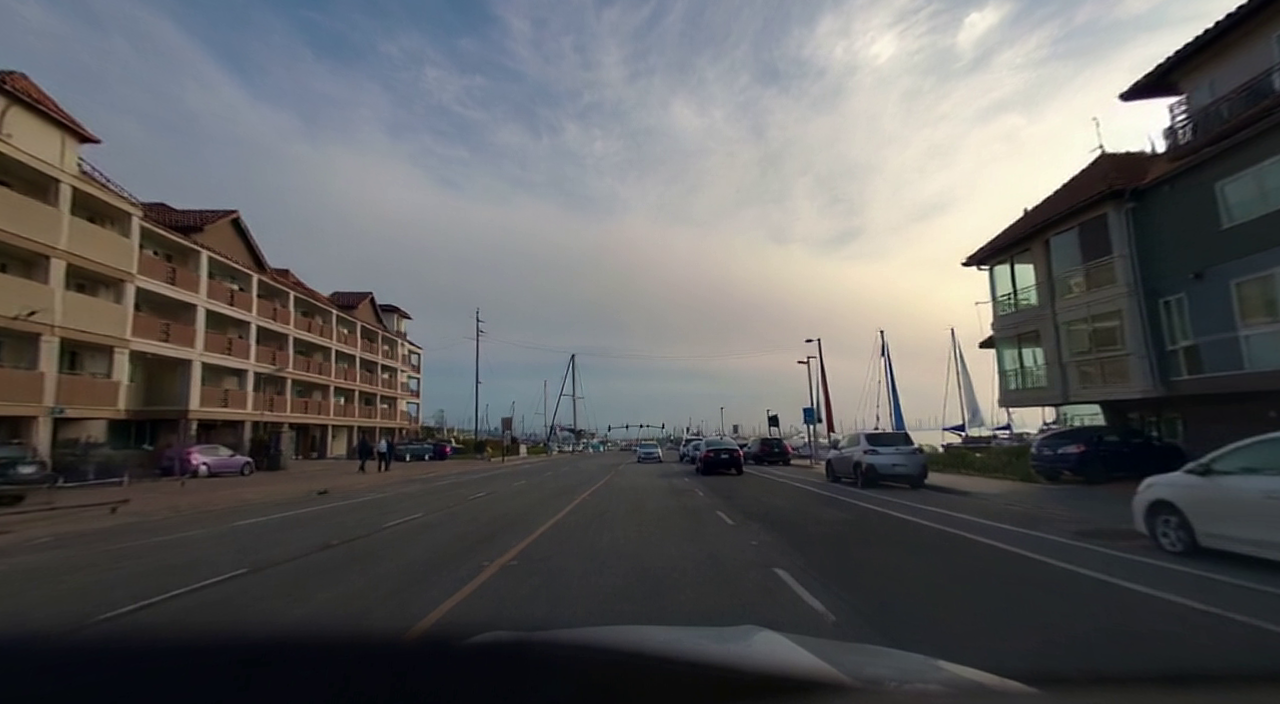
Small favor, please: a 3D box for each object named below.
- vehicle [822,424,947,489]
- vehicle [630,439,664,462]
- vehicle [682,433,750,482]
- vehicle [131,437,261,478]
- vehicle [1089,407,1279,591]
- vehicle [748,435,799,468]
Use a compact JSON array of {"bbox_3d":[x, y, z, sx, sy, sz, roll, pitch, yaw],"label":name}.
[{"bbox_3d":[7.899,3.437,21.047,2.056,1.896,5.062,0,-8,-1],"label":"vehicle"},{"bbox_3d":[0.504,6.871,43.876,2.284,1.496,3.949,-1,-8,1],"label":"vehicle"},{"bbox_3d":[2.710,3.872,23.448,2.047,1.640,4.051,0,-8,0],"label":"vehicle"},{"bbox_3d":[-18.041,4.306,25.955,1.840,1.522,4.695,-1,-8,2],"label":"vehicle"},{"bbox_3d":[7.158,1.413,6.113,2.029,1.750,4.825,0,-8,1],"label":"vehicle"},{"bbox_3d":[7.937,5.958,37.921,1.969,1.852,4.514,0,-8,-1],"label":"vehicle"}]
